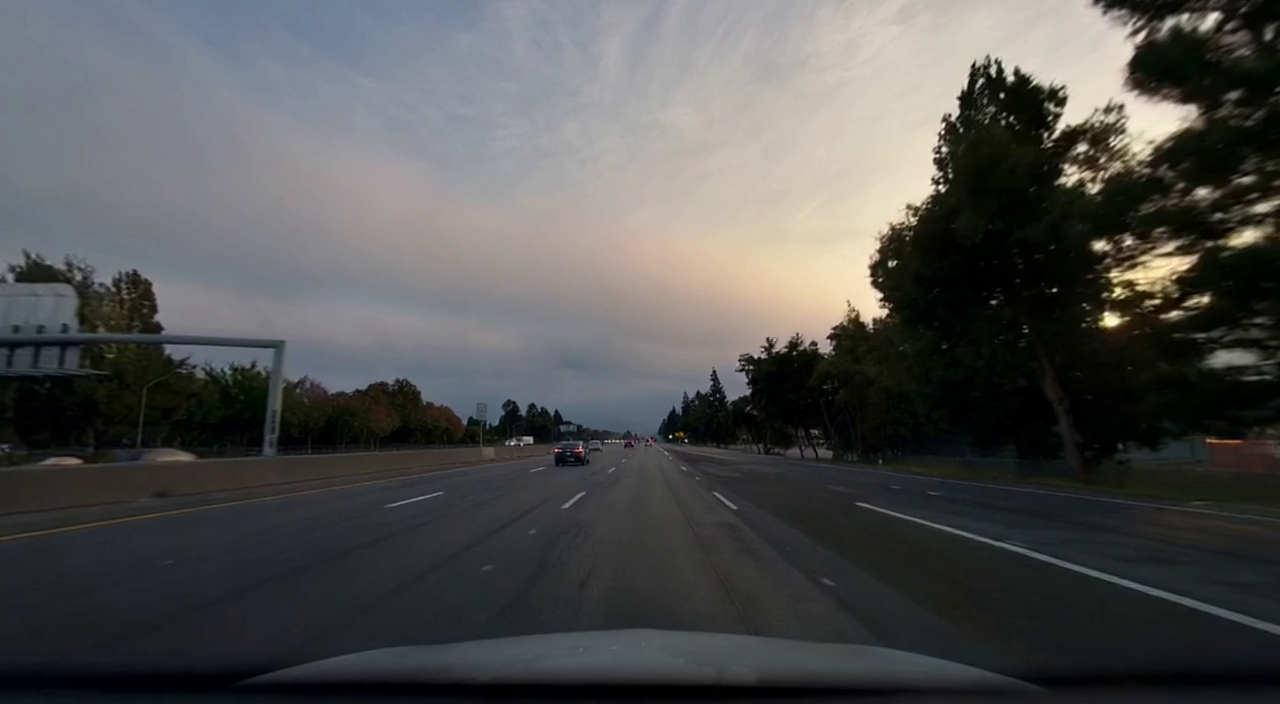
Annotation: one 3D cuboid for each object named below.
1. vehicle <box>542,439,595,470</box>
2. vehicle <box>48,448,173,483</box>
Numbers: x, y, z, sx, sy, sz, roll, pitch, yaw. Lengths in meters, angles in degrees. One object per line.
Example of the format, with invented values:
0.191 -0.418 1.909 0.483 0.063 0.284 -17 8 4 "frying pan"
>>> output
-3.540 5.176 31.974 2.128 1.450 4.078 0 -8 1 "vehicle"
-24.424 5.218 29.352 1.908 1.439 4.448 0 -8 1 "vehicle"
